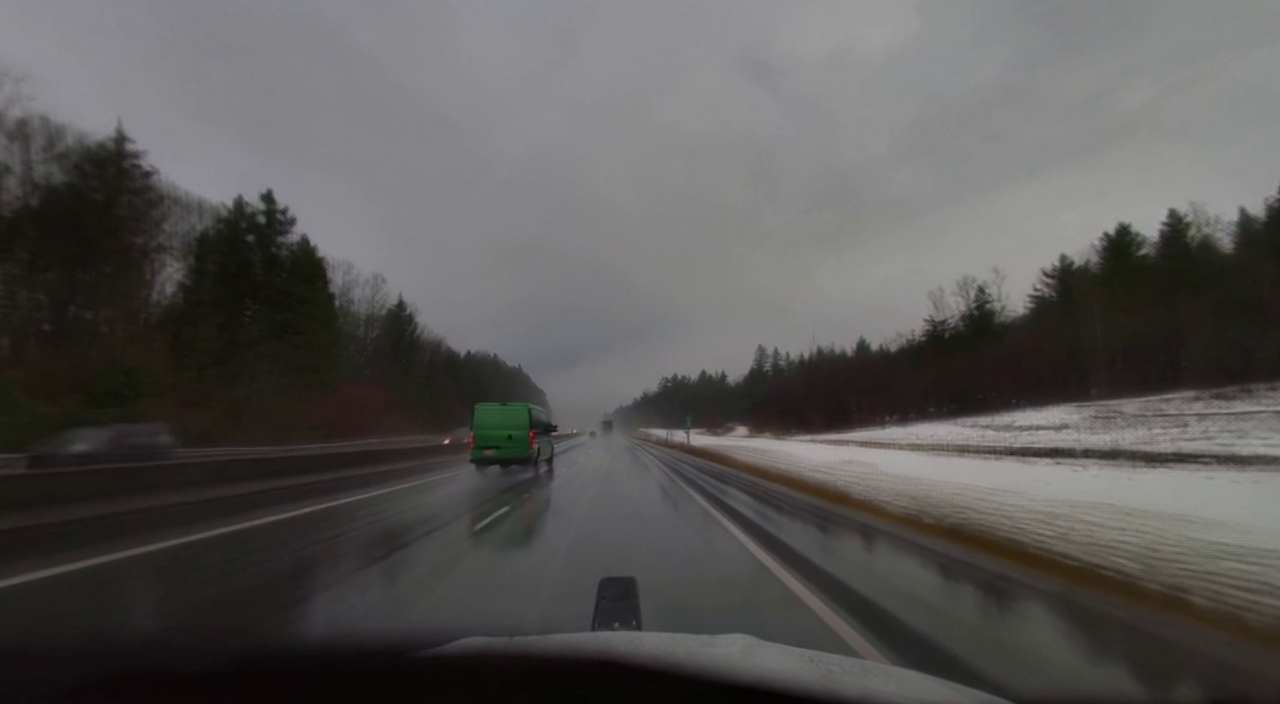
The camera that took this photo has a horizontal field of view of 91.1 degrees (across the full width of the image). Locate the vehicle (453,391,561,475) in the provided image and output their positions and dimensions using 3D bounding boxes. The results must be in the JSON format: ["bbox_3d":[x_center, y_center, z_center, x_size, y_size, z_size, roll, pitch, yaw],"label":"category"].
[{"bbox_3d":[-4.337,2.790,21.644,2.561,2.509,5.465,0,-8,-1],"label":"vehicle"}]

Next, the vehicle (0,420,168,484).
[{"bbox_3d":[-15.320,2.669,17.107,1.825,1.536,4.043,0,-8,-1],"label":"vehicle"}]
